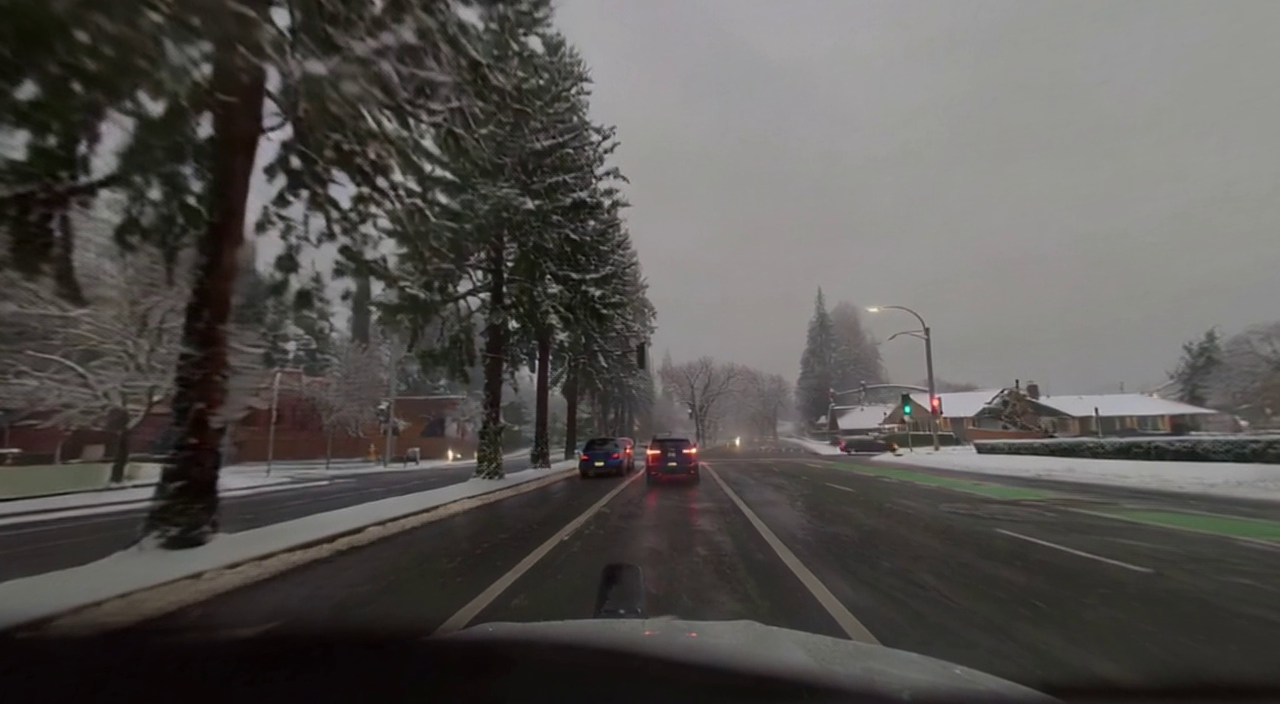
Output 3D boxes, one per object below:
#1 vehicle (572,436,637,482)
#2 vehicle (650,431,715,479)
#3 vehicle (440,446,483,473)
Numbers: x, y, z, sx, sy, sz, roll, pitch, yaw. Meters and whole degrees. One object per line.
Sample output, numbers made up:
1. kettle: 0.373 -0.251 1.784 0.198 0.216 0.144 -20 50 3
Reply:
1. vehicle: -1.182 3.835 22.908 1.923 1.498 3.887 -1 -8 3
2. vehicle: 1.606 3.983 24.655 2.286 1.701 4.395 0 -8 2
3. vehicle: -12.403 7.395 43.766 2.005 1.702 4.697 3 -9 -26
